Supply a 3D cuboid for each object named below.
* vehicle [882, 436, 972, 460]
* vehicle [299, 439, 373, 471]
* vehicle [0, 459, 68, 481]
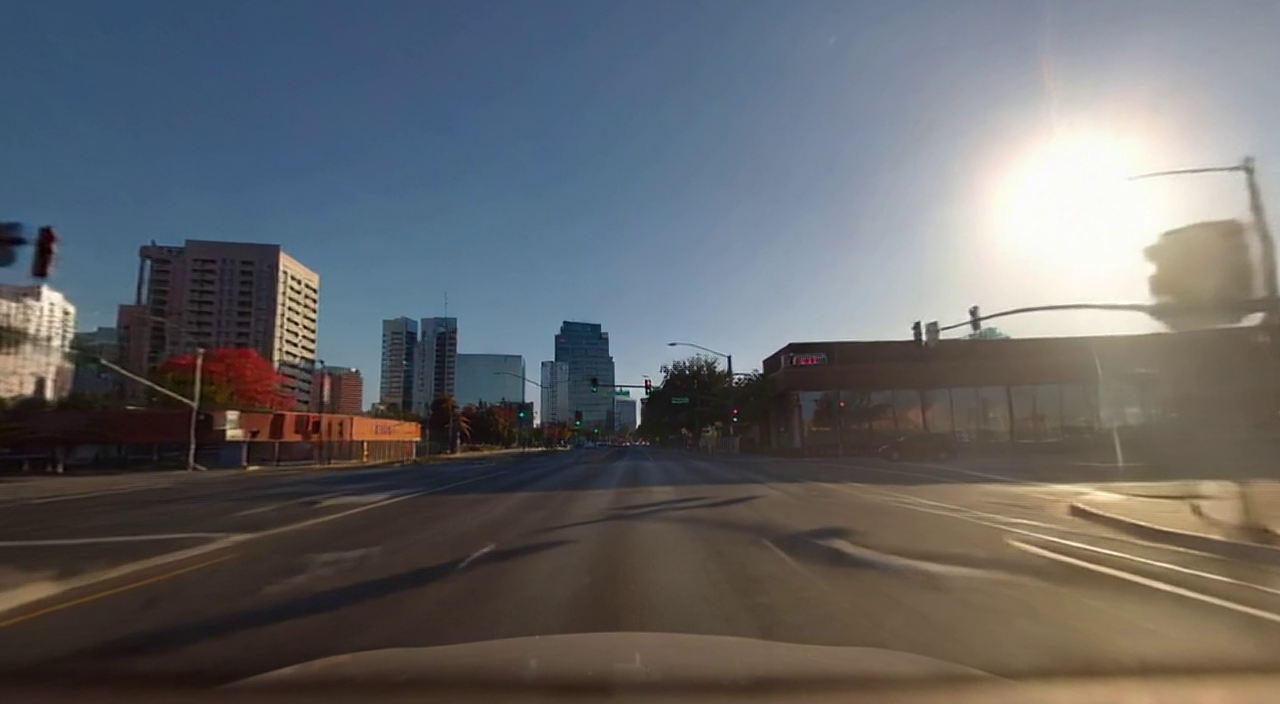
[{"bbox_3d":[17.687,5.928,38.935,4.583,1.426,1.892,0,-8,-2],"label":"vehicle"},{"bbox_3d":[-19.097,6.479,39.862,2.010,1.833,5.365,-1,-8,0],"label":"vehicle"},{"bbox_3d":[-42.787,8.166,43.563,4.447,1.431,1.844,0,-8,-1],"label":"vehicle"}]
